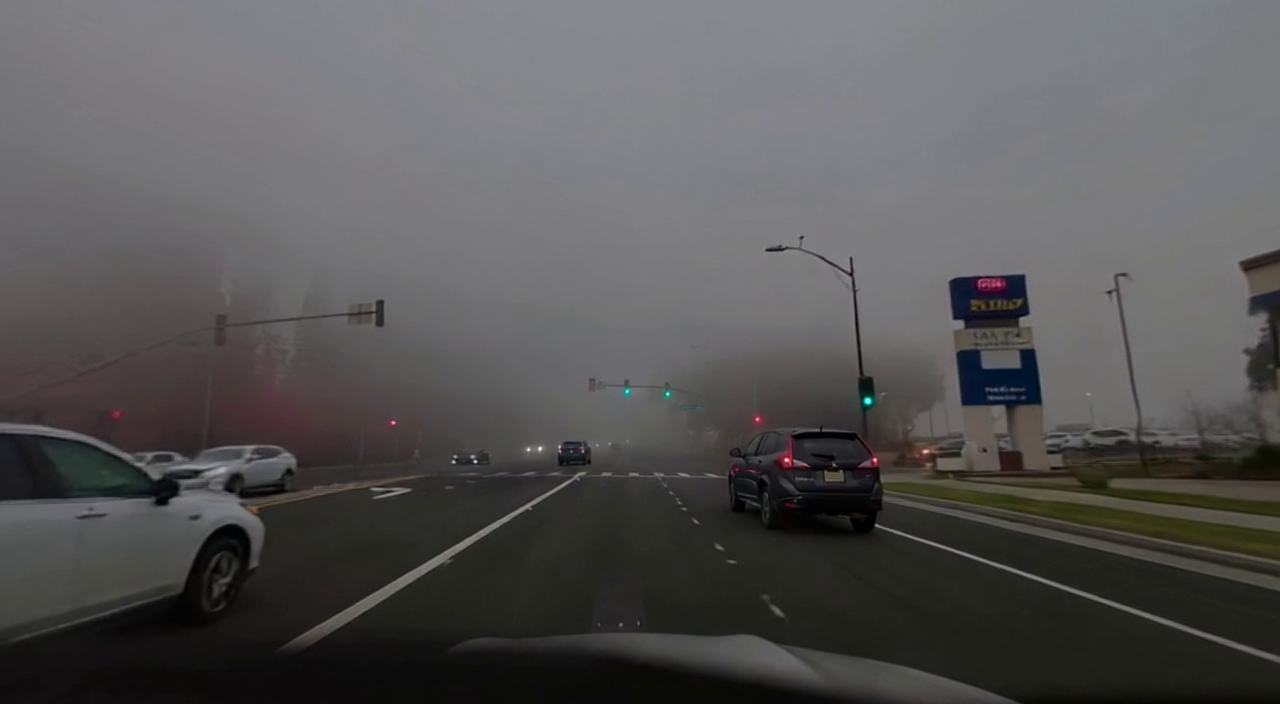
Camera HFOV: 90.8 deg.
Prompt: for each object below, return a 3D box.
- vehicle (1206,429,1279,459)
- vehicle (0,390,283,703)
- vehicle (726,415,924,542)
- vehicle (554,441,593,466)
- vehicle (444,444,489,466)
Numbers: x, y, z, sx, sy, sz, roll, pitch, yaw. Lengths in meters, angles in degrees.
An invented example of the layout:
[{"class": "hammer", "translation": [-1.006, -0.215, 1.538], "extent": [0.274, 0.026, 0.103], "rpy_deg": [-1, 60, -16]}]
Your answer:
[{"class": "vehicle", "translation": [38.410, 5.715, 39.193], "extent": [4.542, 1.767, 1.992], "rpy_deg": [0, -8, 3]}, {"class": "vehicle", "translation": [-4.112, 1.030, 3.416], "extent": [2.063, 1.578, 3.915], "rpy_deg": [0, -8, -1]}, {"class": "vehicle", "translation": [2.826, 2.040, 10.834], "extent": [1.982, 1.711, 4.276], "rpy_deg": [0, -8, -2]}, {"class": "vehicle", "translation": [-4.107, 6.324, 39.565], "extent": [2.034, 1.498, 3.995], "rpy_deg": [0, -8, -1]}, {"class": "vehicle", "translation": [-12.712, 7.531, 46.614], "extent": [1.991, 1.517, 4.760], "rpy_deg": [0, -8, 0]}]
